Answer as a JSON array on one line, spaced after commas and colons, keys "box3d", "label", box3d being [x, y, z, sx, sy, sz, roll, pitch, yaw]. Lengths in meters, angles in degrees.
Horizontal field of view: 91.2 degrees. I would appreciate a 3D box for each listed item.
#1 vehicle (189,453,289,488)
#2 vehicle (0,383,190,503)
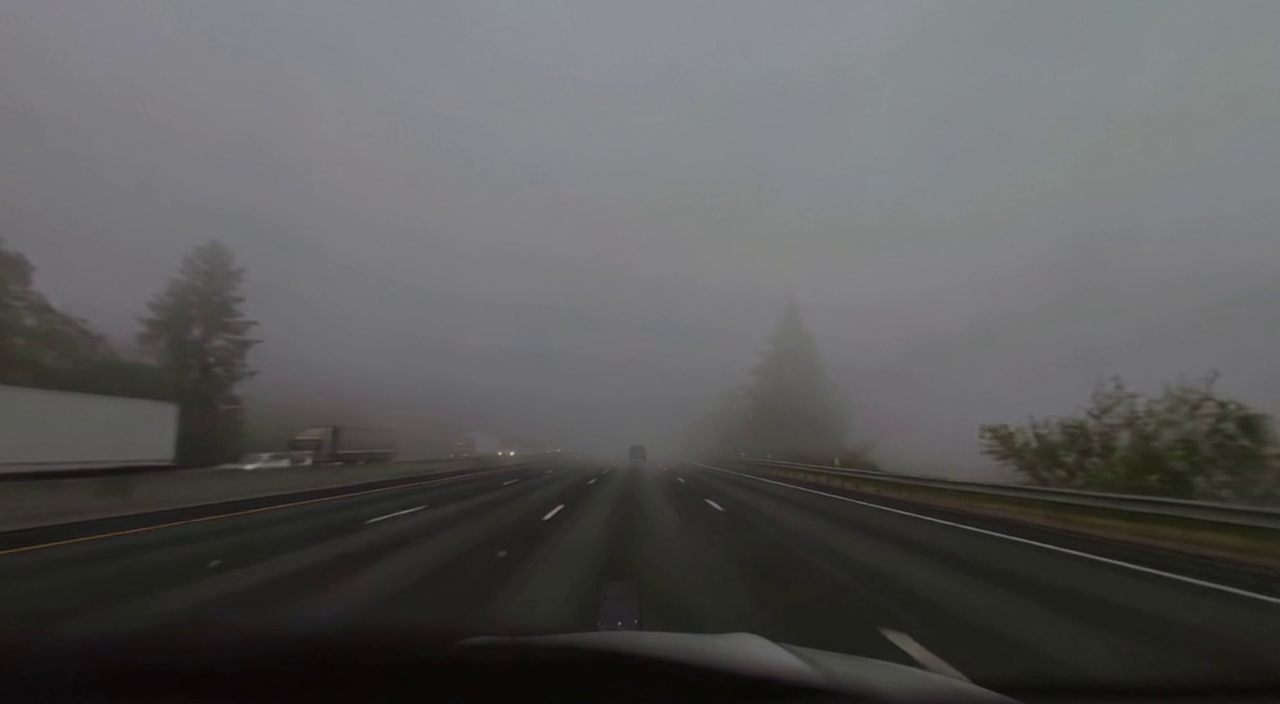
[{"box3d": [-19.273, 5.673, 30.398, 1.924, 1.524, 4.401, 0, -9, 0], "label": "vehicle"}, {"box3d": [-22.917, 3.722, 25.431, 2.887, 4.049, 8.554, 0, -9, -1], "label": "vehicle"}]
